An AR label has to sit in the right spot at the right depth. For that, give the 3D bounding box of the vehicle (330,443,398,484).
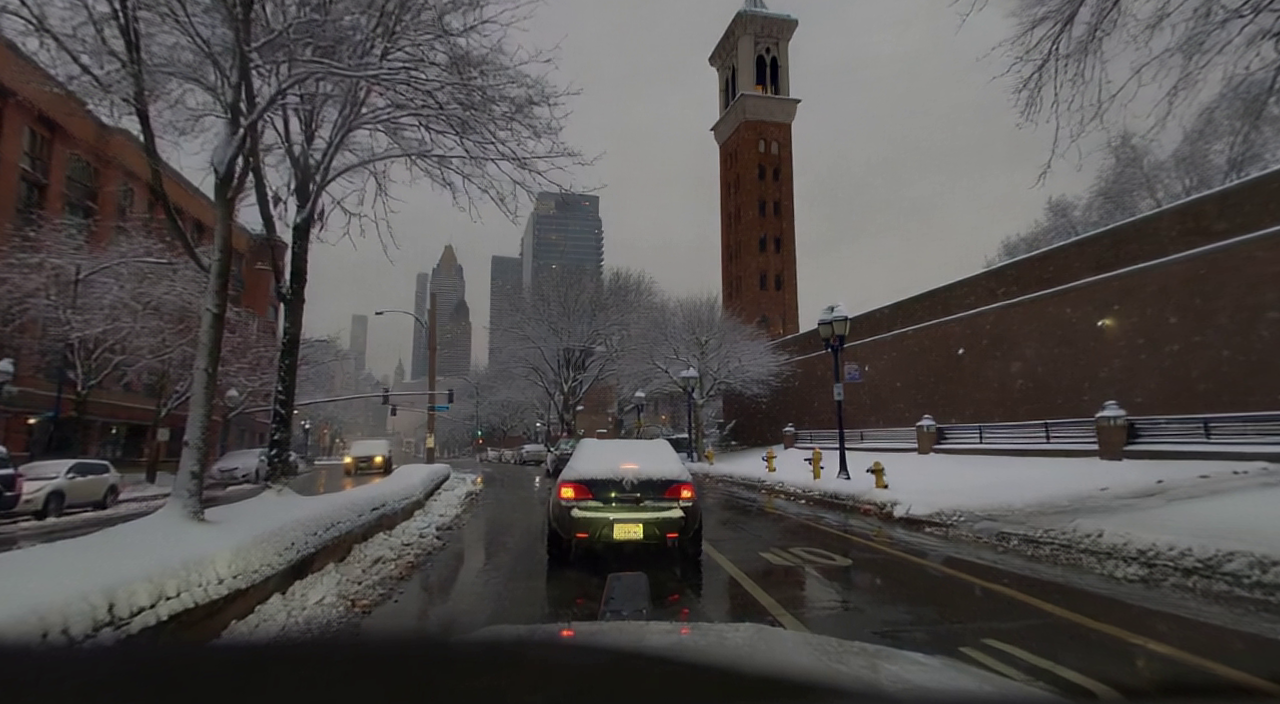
[{"bbox_3d":[-12.792,5.153,29.531,2.179,1.698,4.549,2,-9,-15],"label":"vehicle"}]

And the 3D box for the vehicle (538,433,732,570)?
[{"bbox_3d":[-0.241,1.944,9.036,2.142,1.475,4.051,1,-8,-6],"label":"vehicle"}]
